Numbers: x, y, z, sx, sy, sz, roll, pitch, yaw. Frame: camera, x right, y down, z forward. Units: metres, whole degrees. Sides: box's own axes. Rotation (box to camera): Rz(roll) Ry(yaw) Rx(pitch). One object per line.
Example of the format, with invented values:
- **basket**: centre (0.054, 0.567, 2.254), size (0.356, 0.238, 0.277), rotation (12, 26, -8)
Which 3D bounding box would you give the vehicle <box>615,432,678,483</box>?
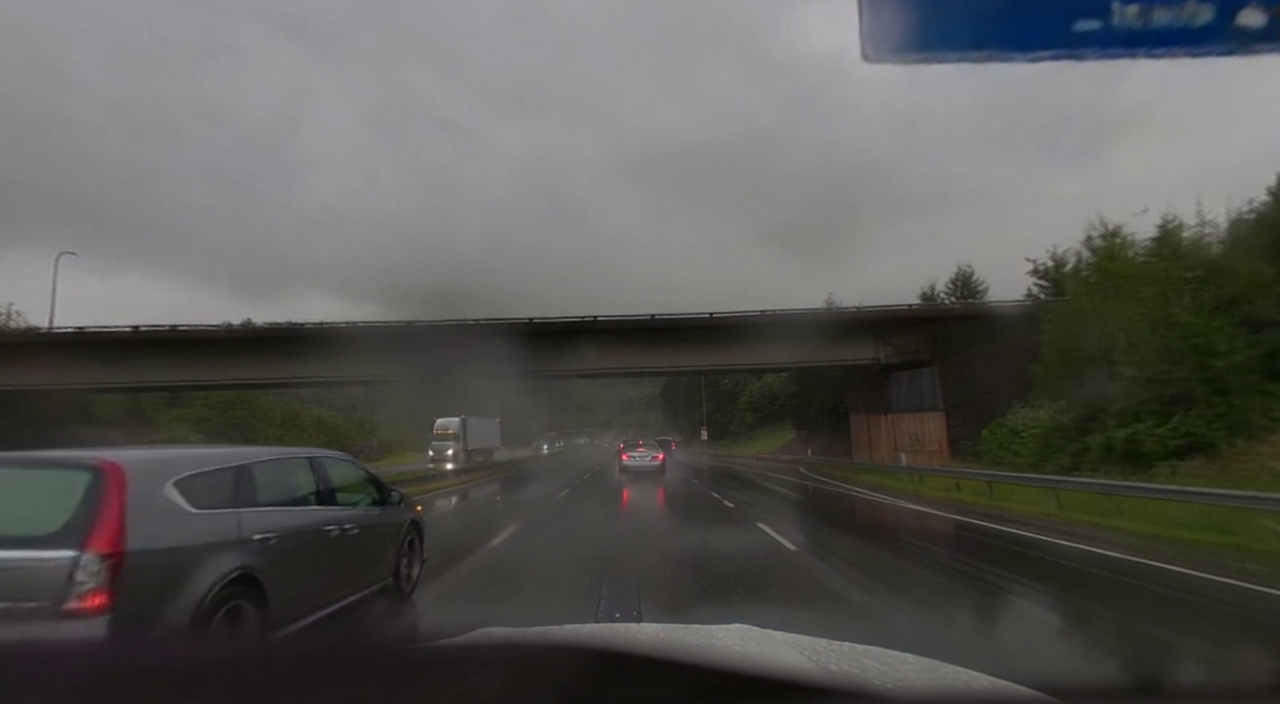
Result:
- **vehicle**: centre (0.136, 3.767, 22.831), size (2.092, 1.636, 4.024), rotation (0, -8, -2)
